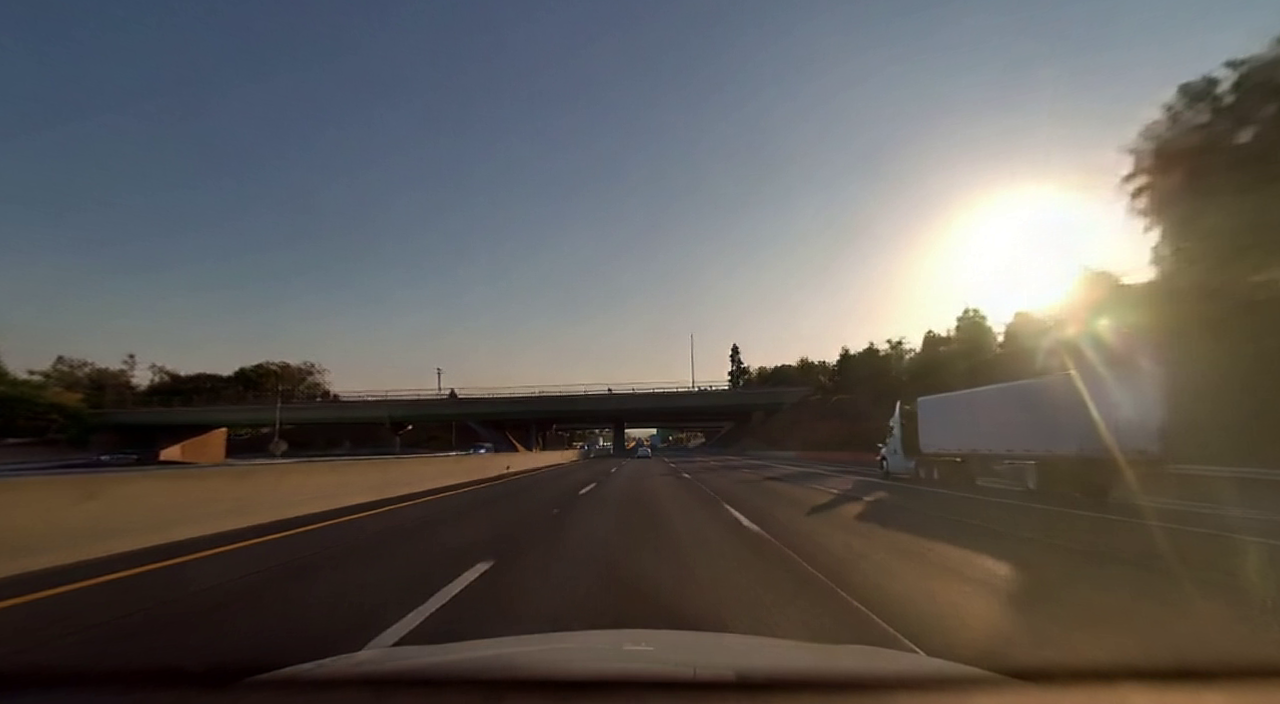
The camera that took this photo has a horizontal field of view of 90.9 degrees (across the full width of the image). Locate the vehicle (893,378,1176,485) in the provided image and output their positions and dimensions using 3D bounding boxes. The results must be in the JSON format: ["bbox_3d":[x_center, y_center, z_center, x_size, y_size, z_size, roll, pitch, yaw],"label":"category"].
[{"bbox_3d":[18.910,4.344,33.221,3.395,4.178,16.548,0,-8,-4],"label":"vehicle"}]
